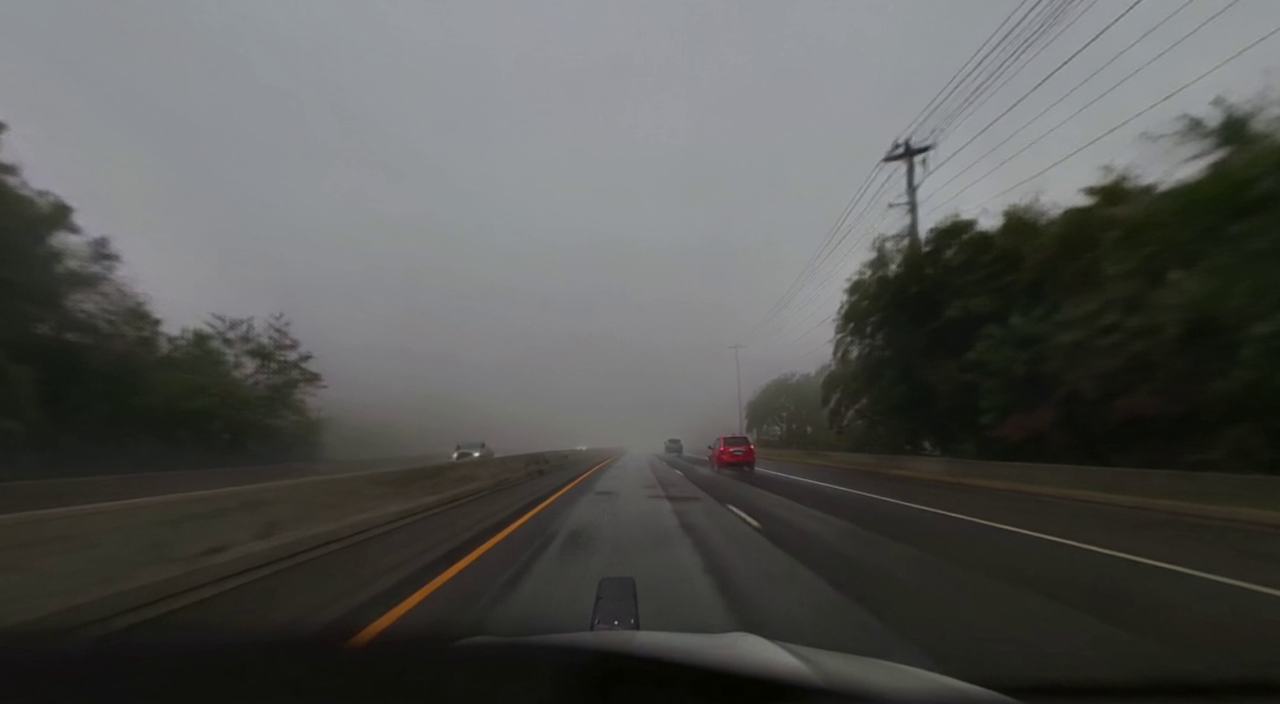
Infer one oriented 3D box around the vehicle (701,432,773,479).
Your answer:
[{"bbox_3d":[3.570,3.896,23.965,1.977,1.581,4.428,0,-8,-1],"label":"vehicle"}]
